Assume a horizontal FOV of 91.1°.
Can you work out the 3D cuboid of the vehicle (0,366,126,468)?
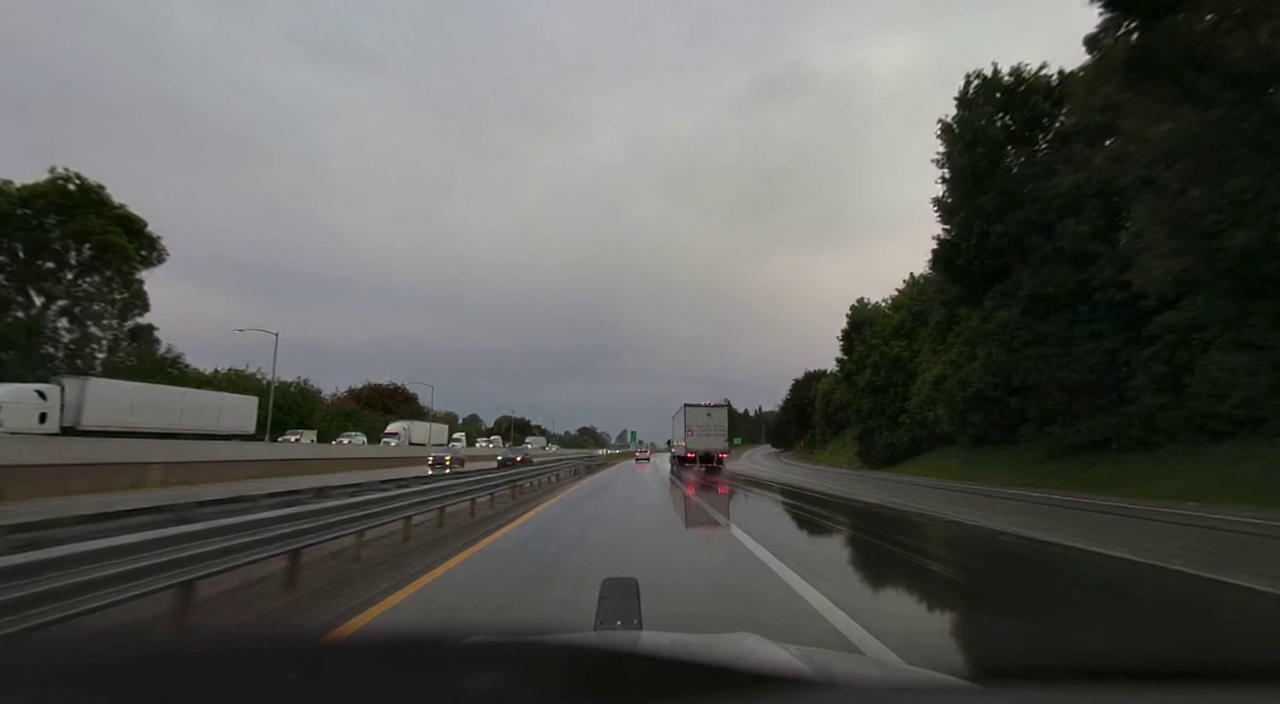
[{"bbox_3d":[-26.099,2.868,26.558,3.112,3.890,6.296,0,-9,0],"label":"vehicle"}]

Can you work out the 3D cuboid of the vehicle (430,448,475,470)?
[{"bbox_3d":[-13.805,7.880,46.458,1.908,1.476,4.302,-1,-9,2],"label":"vehicle"}]

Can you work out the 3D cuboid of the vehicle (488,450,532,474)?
[{"bbox_3d":[-8.643,7.330,42.112,1.867,1.438,4.553,-1,-9,2],"label":"vehicle"}]

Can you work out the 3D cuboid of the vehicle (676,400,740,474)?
[{"bbox_3d":[4.188,5.765,42.004,3.185,4.154,12.638,-1,-9,1],"label":"vehicle"}]
